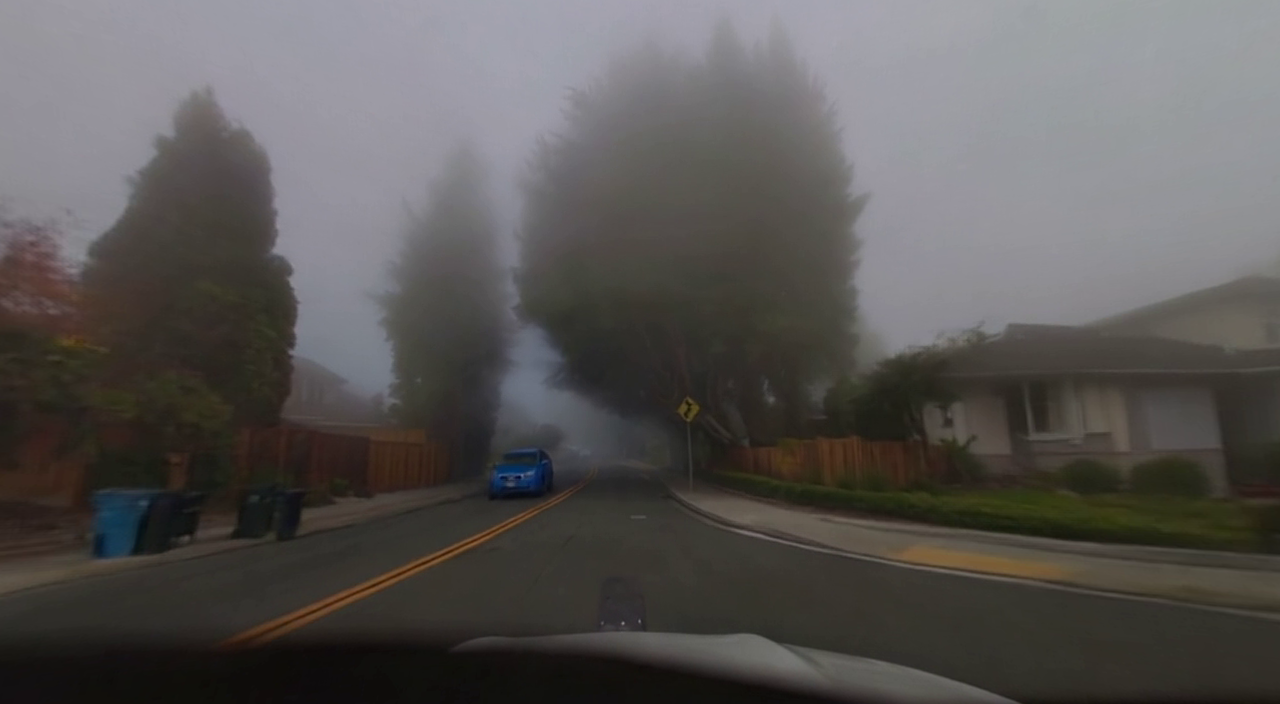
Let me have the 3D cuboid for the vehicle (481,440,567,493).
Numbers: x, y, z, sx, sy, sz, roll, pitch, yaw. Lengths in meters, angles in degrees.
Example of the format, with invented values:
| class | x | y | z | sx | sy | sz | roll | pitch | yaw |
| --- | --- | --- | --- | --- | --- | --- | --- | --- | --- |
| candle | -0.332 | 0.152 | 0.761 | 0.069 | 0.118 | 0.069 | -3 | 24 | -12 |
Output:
| class | x | y | z | sx | sy | sz | roll | pitch | yaw |
| --- | --- | --- | --- | --- | --- | --- | --- | --- | --- |
| vehicle | -3.928 | 4.020 | 22.158 | 2.036 | 1.657 | 4.391 | 0 | -10 | 2 |
